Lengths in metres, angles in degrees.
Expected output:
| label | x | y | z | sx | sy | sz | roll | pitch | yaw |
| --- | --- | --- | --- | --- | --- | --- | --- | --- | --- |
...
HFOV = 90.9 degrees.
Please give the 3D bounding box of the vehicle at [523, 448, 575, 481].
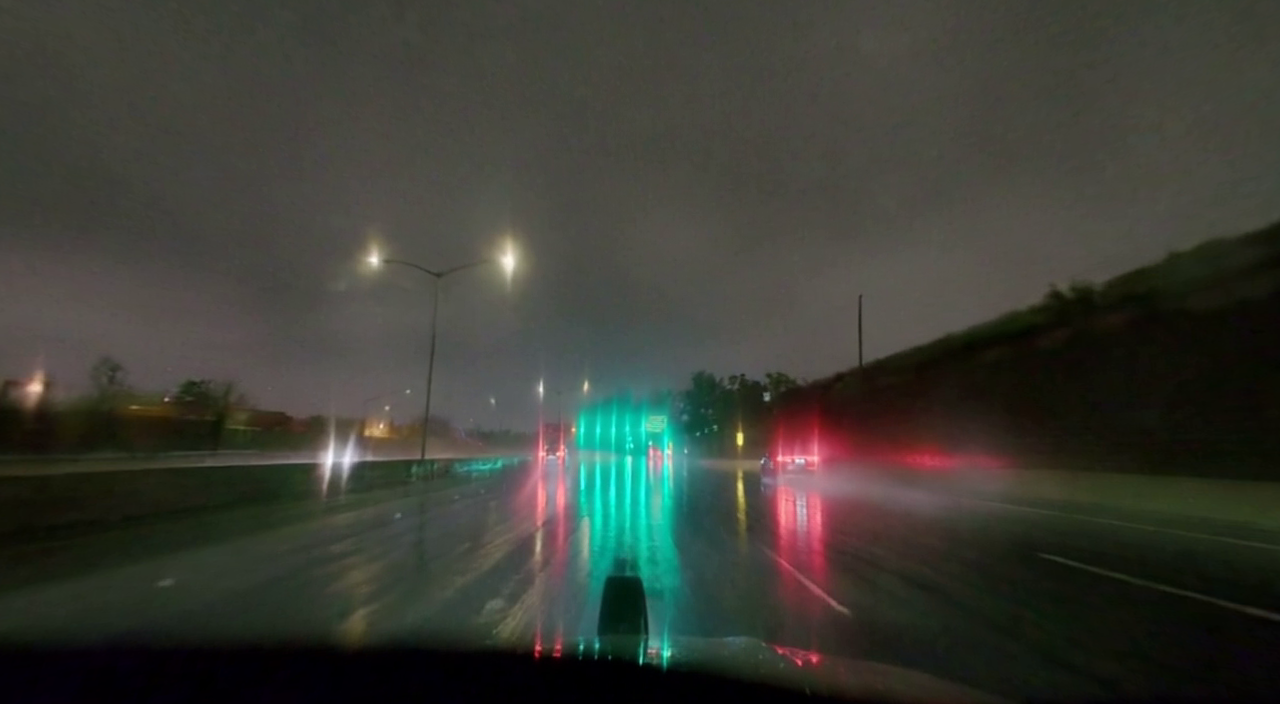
| label | x | y | z | sx | sy | sz | roll | pitch | yaw |
| --- | --- | --- | --- | --- | --- | --- | --- | --- | --- |
| vehicle | -4.412 | 5.493 | 31.147 | 2.014 | 1.481 | 4.156 | 0 | -9 | -1 |
